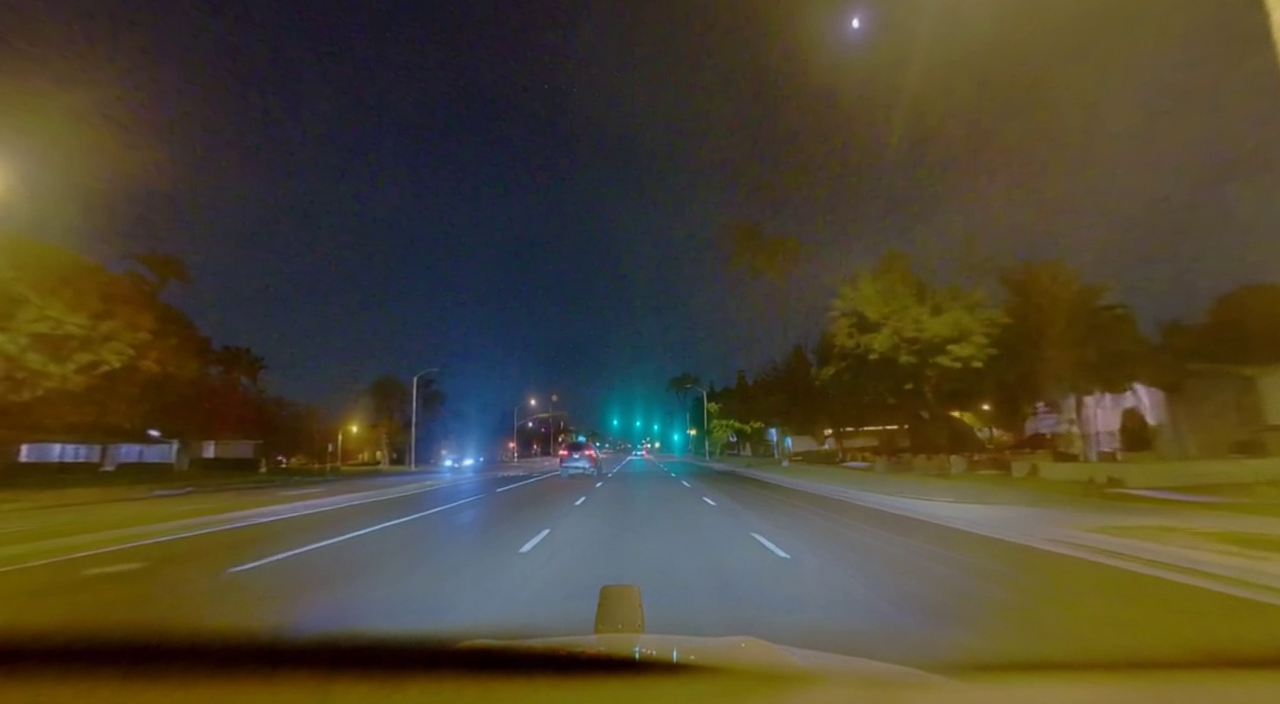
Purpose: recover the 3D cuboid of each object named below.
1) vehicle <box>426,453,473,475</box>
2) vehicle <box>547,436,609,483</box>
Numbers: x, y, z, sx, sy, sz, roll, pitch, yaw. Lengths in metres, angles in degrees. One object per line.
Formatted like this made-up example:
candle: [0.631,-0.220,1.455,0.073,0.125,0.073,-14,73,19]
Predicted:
vehicle: [-14.172,8.366,47.248,1.962,1.511,4.802,0,-9,1]
vehicle: [-2.784,5.037,29.746,2.370,1.968,5.698,0,-9,0]
